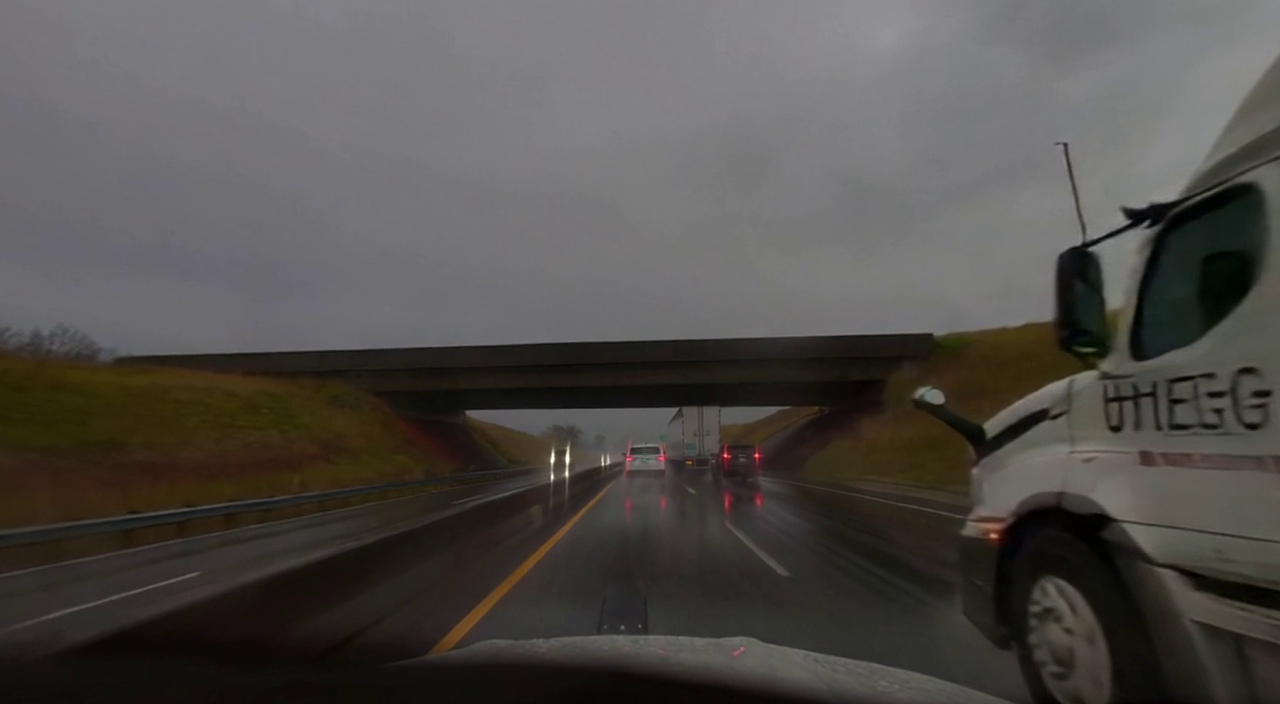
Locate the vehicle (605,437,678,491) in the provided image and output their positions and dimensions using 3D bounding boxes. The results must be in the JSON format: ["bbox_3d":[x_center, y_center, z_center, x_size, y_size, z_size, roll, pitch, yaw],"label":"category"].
[{"bbox_3d":[0.066,3.800,21.625,2.256,1.615,4.114,-1,-9,1],"label":"vehicle"}]

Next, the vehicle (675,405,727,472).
[{"bbox_3d":[3.837,5.691,41.251,2.948,3.974,6.480,-1,-9,2],"label":"vehicle"}]

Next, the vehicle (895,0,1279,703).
[{"bbox_3d":[3.000,-0.552,0.400,2.987,3.897,5.990,-1,-9,0],"label":"vehicle"}]

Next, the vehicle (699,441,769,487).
[{"bbox_3d":[3.402,4.149,23.587,1.972,1.505,3.946,-1,-9,-1],"label":"vehicle"}]

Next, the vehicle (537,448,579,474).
[{"bbox_3d":[-5.798,7.693,44.784,2.233,1.685,4.222,-2,-9,3],"label":"vehicle"}]
